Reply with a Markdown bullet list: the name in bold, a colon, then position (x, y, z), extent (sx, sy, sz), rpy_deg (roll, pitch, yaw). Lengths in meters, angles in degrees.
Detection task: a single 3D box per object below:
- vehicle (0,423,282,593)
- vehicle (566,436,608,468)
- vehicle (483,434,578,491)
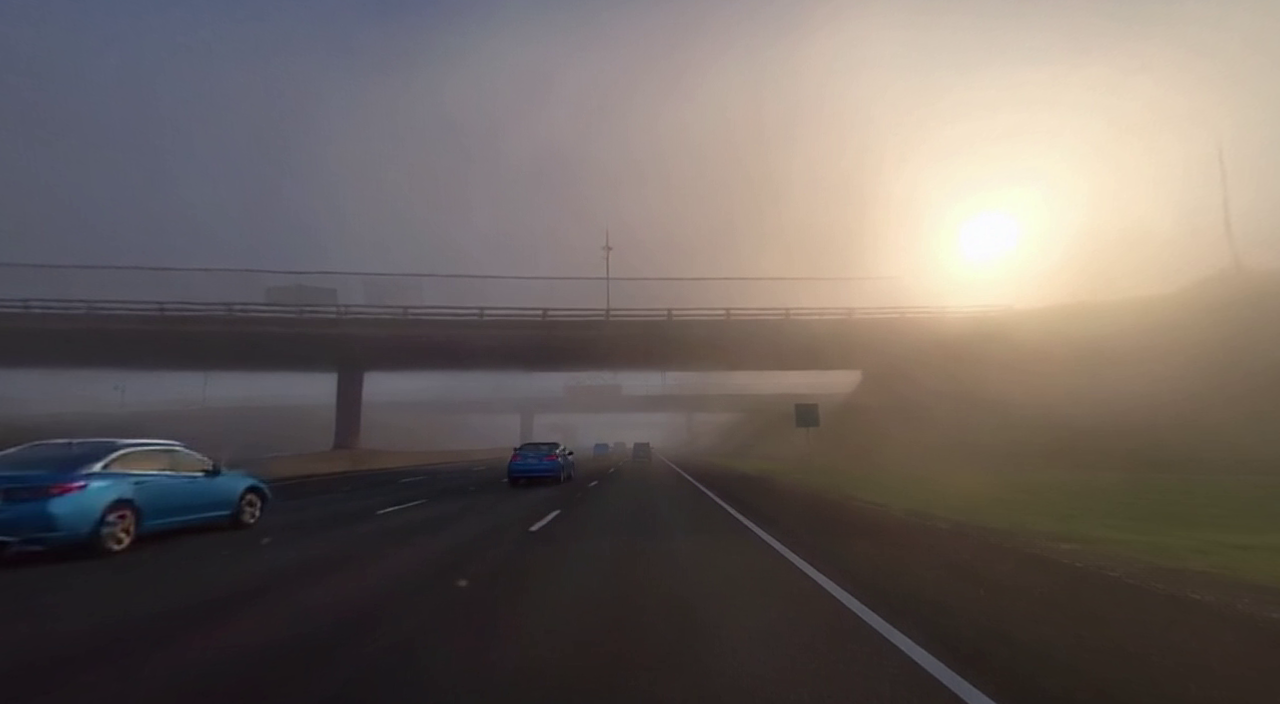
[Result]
- **vehicle**: position (-6.905, 1.737, 7.798), extent (2.069, 1.551, 4.830), rpy_deg (0, -8, 1)
- **vehicle**: position (-3.172, 6.112, 38.562), extent (2.080, 1.811, 4.644), rpy_deg (0, -8, 1)
- **vehicle**: position (-3.420, 3.564, 20.714), extent (2.210, 1.628, 4.586), rpy_deg (0, -8, 1)
